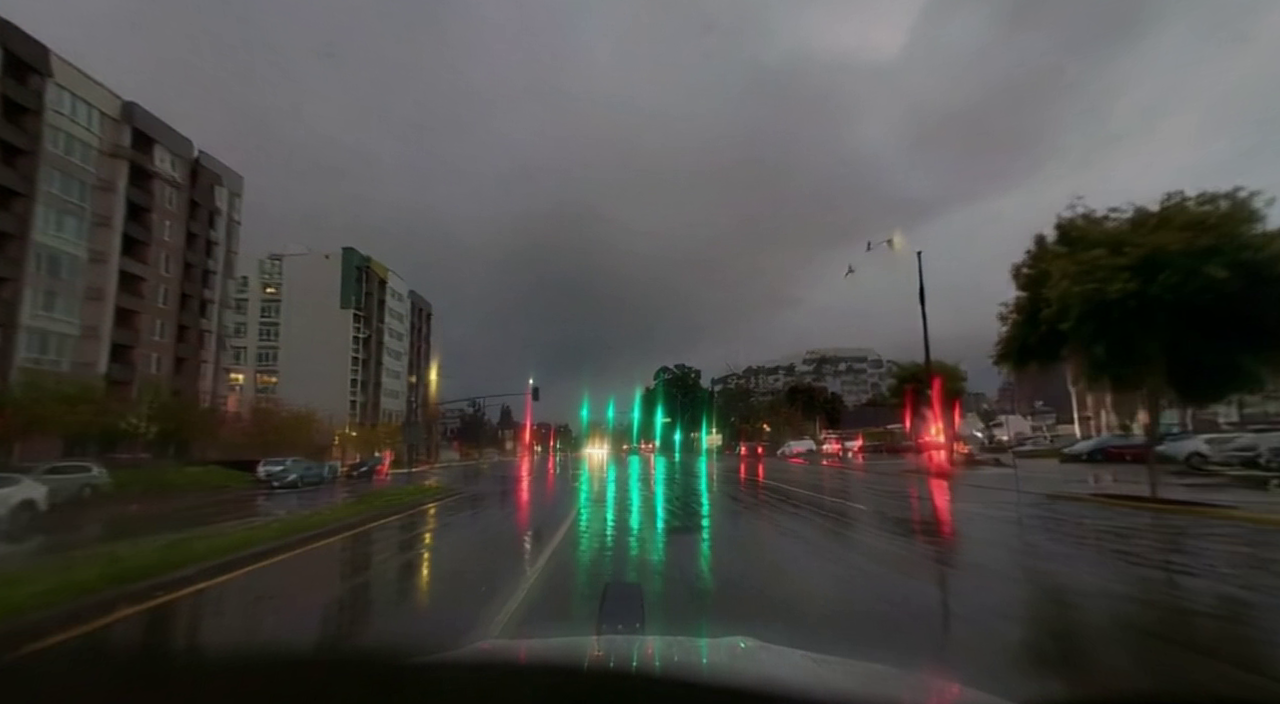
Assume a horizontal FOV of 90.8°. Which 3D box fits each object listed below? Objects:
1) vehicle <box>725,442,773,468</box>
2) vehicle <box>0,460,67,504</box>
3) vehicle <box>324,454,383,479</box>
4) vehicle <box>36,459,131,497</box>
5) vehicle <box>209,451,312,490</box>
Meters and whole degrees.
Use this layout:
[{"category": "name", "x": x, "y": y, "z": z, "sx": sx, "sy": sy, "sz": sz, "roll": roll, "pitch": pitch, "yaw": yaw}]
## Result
[{"category": "vehicle", "x": 6.457, "y": 6.195, "z": 38.036, "sx": 1.992, "sy": 1.447, "sz": 4.414, "roll": 0, "pitch": -9, "yaw": -2}, {"category": "vehicle", "x": -28.096, "y": 5.806, "z": 28.387, "sx": 1.959, "sy": 1.677, "sz": 4.861, "roll": 1, "pitch": -9, "yaw": -24}, {"category": "vehicle", "x": -18.789, "y": 7.489, "z": 41.663, "sx": 1.861, "sy": 1.499, "sz": 4.605, "roll": 0, "pitch": -9, "yaw": -1}, {"category": "vehicle", "x": -25.707, "y": 5.789, "z": 29.356, "sx": 2.099, "sy": 1.561, "sz": 4.013, "roll": 4, "pitch": -9, "yaw": -24}, {"category": "vehicle", "x": -18.685, "y": 5.797, "z": 31.416, "sx": 2.047, "sy": 1.756, "sz": 4.844, "roll": 0, "pitch": -9, "yaw": 0}]
